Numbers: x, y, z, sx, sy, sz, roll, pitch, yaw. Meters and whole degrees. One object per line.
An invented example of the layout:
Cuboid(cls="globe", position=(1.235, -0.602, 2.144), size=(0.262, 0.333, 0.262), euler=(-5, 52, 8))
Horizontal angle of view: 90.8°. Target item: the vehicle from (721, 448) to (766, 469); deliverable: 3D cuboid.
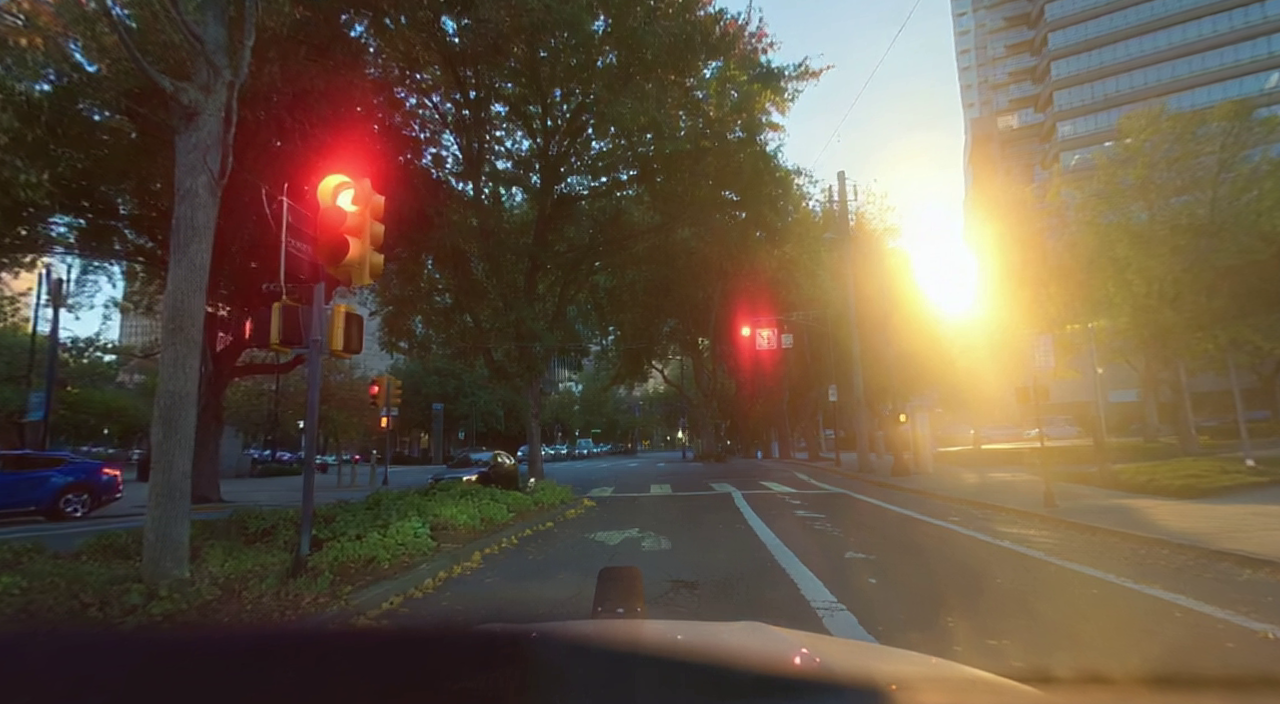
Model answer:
Cuboid(cls="vehicle", position=(7.866, 8.123, 48.408), size=(1.829, 1.440, 4.384), euler=(2, -9, -14))

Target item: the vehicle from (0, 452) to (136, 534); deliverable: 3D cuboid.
Cuboid(cls="vehicle", position=(-12.855, 2.713, 12.266), size=(4.598, 1.490, 1.816), euler=(7, -11, -40))
